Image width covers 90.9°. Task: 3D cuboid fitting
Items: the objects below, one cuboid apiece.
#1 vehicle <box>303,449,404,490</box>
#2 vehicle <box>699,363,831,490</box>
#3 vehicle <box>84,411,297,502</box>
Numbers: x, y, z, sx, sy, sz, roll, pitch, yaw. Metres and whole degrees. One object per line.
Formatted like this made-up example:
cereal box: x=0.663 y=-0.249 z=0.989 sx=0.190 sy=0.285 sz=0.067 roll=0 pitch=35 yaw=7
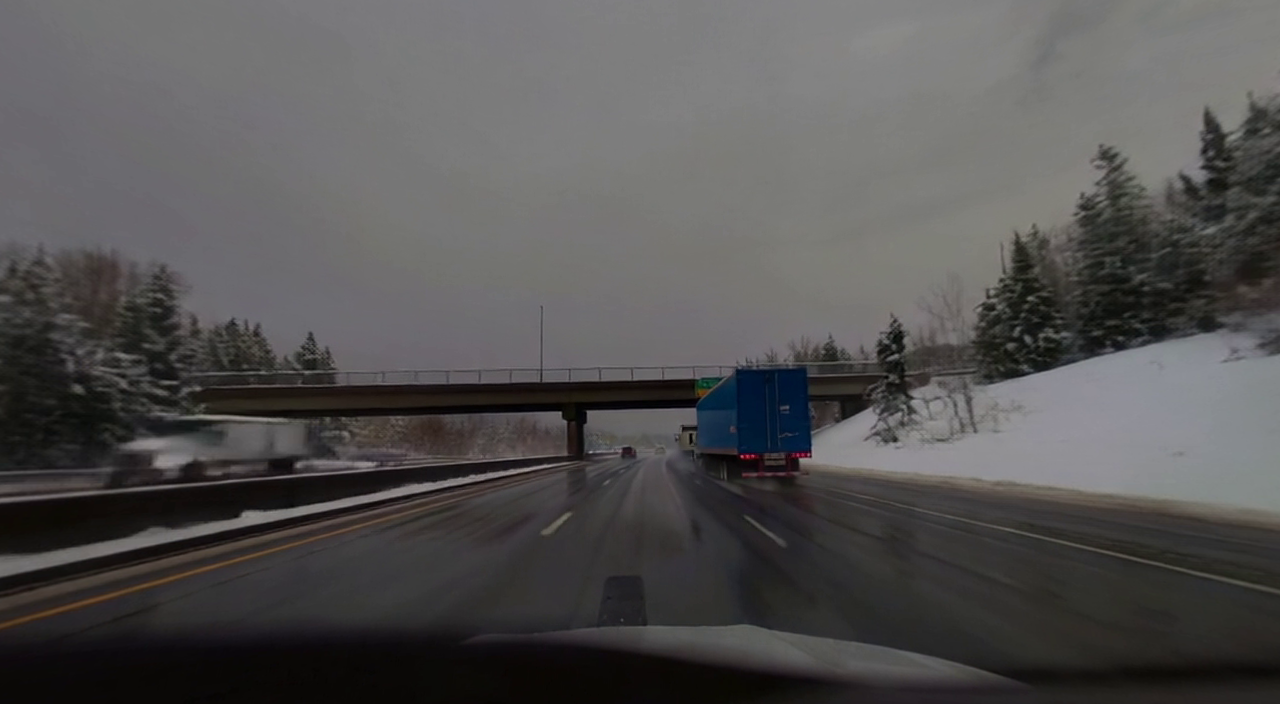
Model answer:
vehicle: x=-11.028 y=4.532 z=24.614 sx=1.936 sy=1.444 sz=4.138 roll=0 pitch=-9 yaw=1
vehicle: x=4.643 y=3.438 z=27.248 sx=2.825 sy=4.054 sz=14.210 roll=0 pitch=-9 yaw=0
vehicle: x=-14.301 y=3.402 z=20.814 sx=2.326 sy=2.525 sz=6.173 roll=0 pitch=-9 yaw=1
